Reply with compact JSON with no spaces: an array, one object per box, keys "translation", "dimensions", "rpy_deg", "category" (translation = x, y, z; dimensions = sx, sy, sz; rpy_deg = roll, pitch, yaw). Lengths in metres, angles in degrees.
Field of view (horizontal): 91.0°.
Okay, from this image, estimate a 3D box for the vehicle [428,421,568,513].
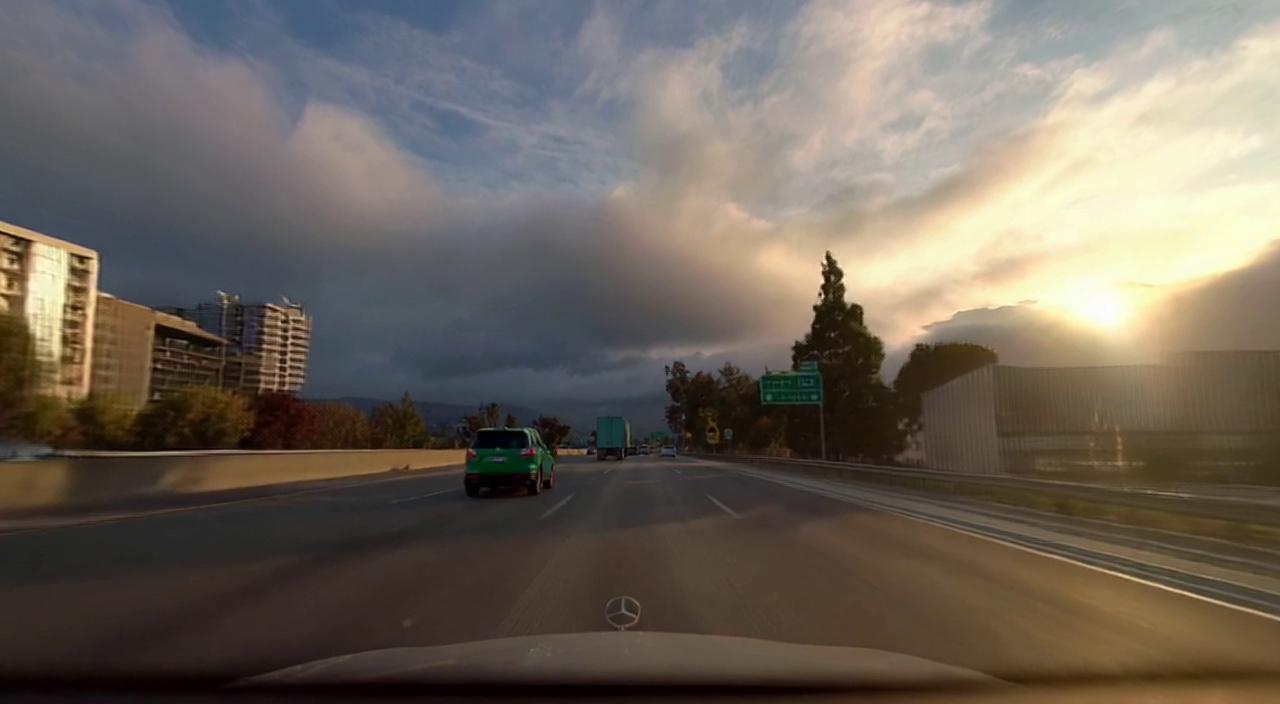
[{"translation":[-3.009,2.558,14.419],"dimensions":[2.111,1.742,4.315],"rpy_deg":[1,-9,1],"category":"vehicle"}]
